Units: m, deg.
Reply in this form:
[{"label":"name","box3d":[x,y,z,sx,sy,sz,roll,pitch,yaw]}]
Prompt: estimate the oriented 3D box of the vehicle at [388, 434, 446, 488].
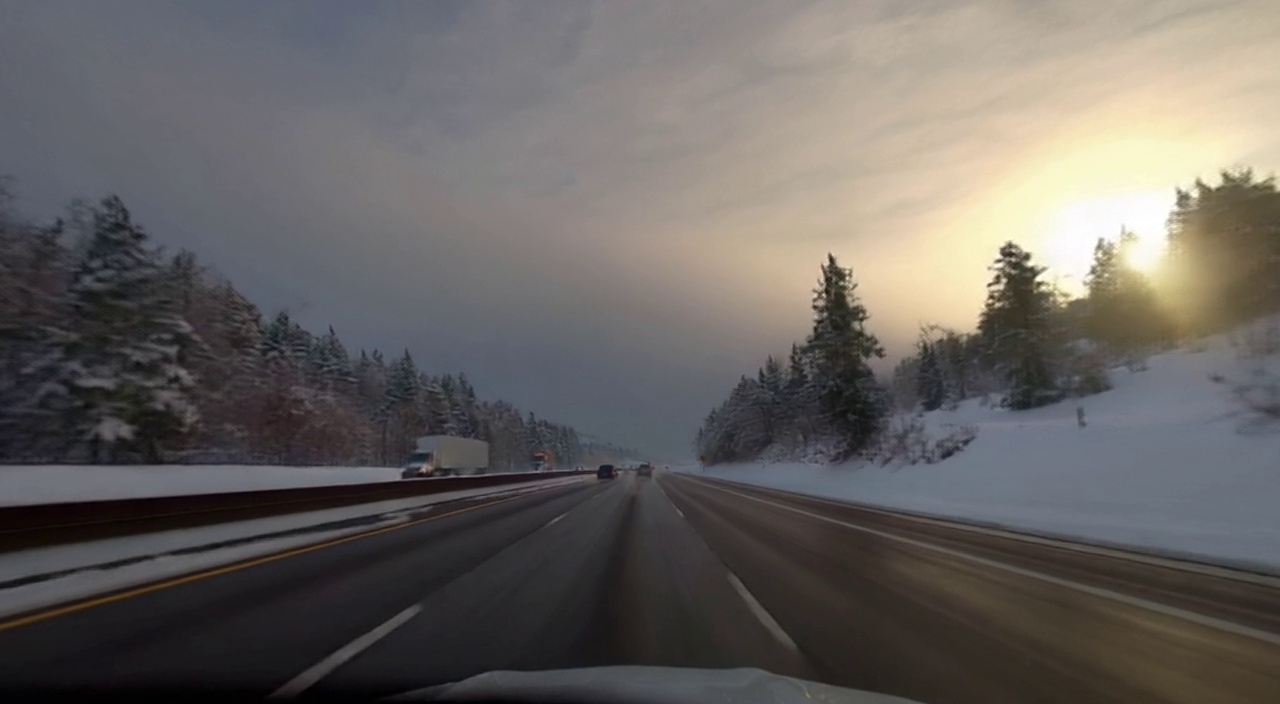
[{"label":"vehicle","box3d":[-16.817,8.264,47.771,2.964,3.880,3.101,1,-11,2]}]
